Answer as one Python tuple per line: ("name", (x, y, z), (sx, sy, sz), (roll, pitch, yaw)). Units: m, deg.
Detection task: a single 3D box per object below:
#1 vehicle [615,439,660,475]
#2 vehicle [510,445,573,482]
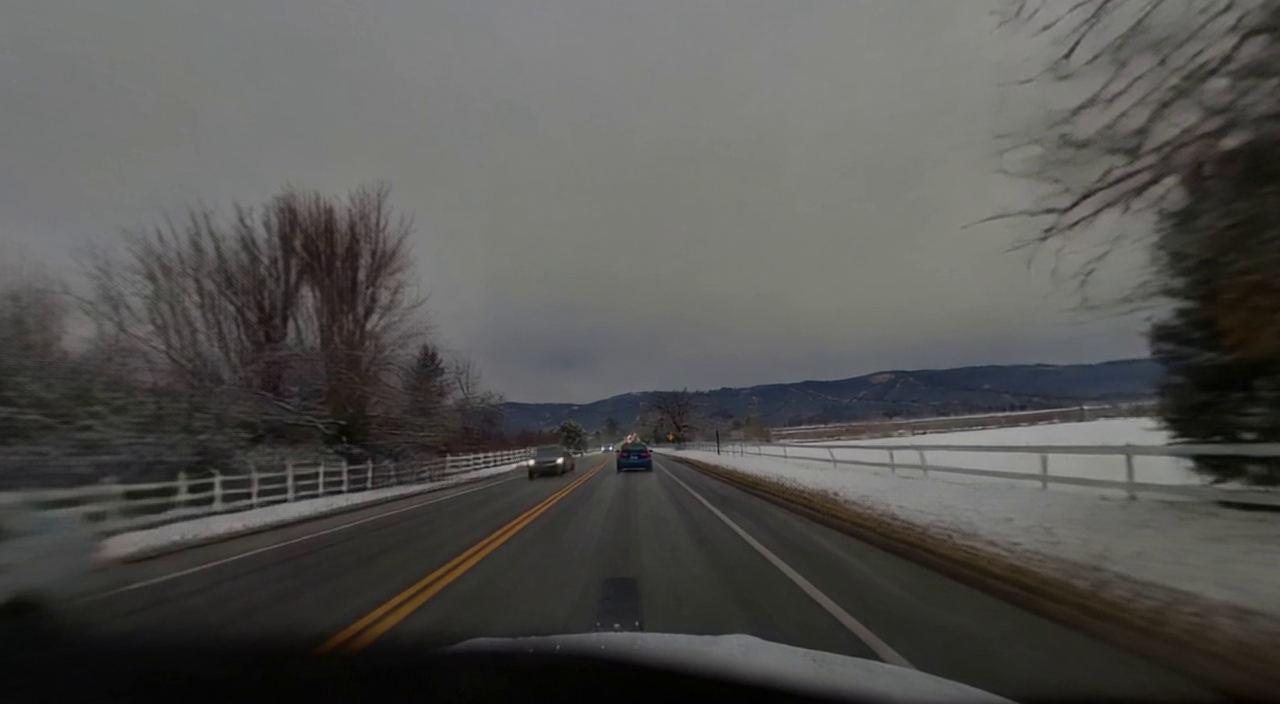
("vehicle", (-0.134, 5.231, 31.782), (2.158, 1.669, 4.006), (0, -8, 0))
("vehicle", (-4.474, 5.121, 29.407), (2.107, 1.534, 4.752), (0, -8, 0))
